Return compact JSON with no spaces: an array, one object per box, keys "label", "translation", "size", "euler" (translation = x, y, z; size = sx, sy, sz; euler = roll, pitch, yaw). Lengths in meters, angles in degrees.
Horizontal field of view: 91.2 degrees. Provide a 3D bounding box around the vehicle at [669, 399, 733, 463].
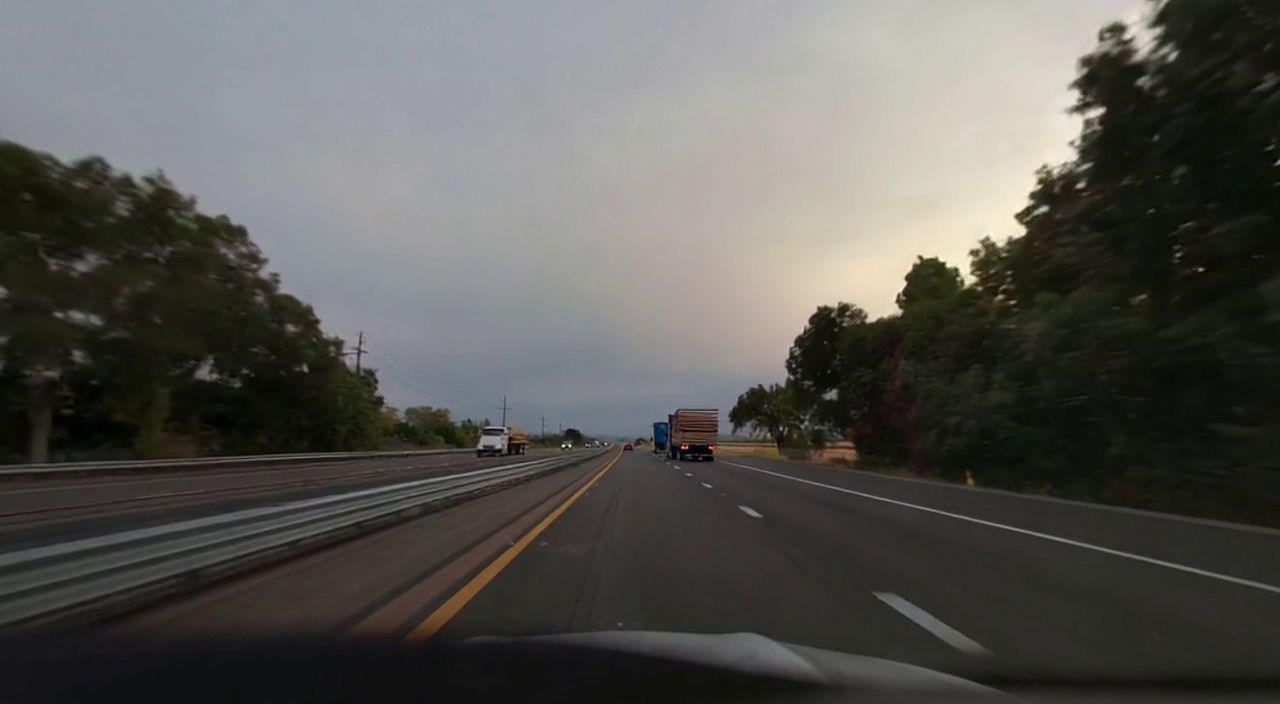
[{"label":"vehicle","translation":[3.942,5.720,44.339],"size":[3.278,3.788,13.133],"euler":[0,-8,0]}]
